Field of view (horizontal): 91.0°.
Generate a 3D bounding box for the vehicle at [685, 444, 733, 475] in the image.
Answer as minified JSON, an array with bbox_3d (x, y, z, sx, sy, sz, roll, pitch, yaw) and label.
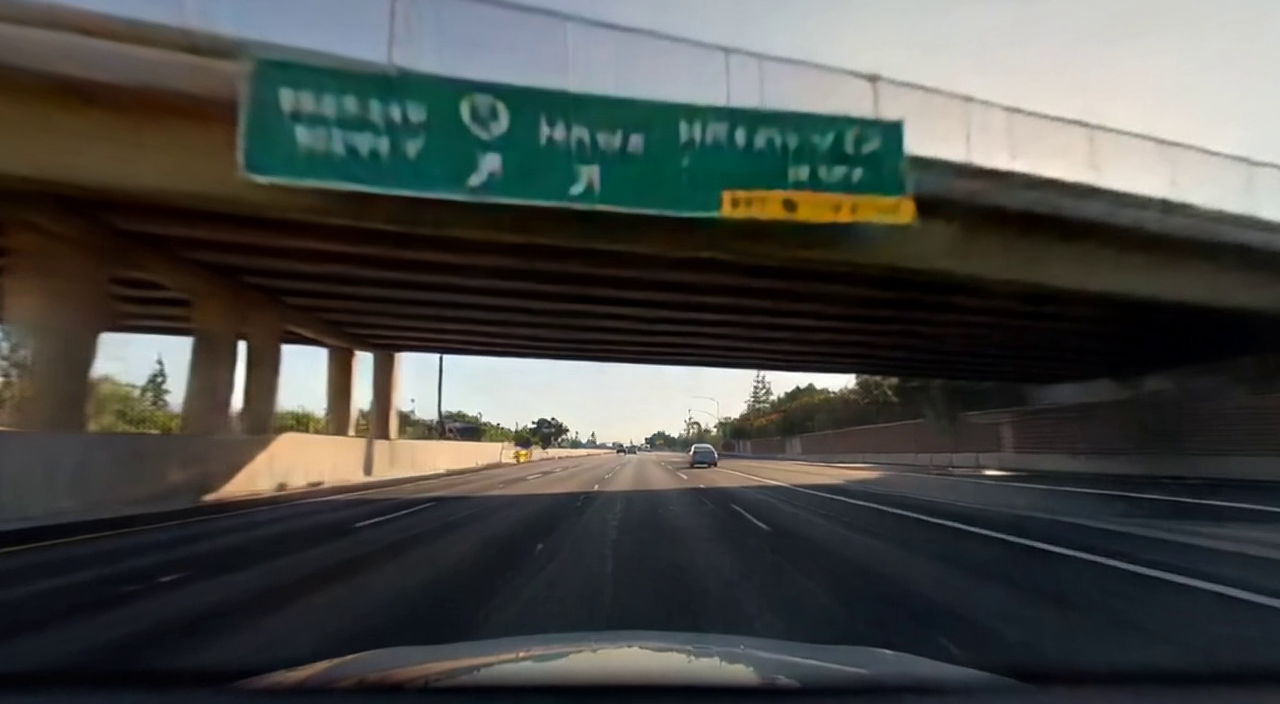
[{"bbox_3d":[3.584,5.688,33.580,2.033,1.501,4.398,0,-9,-1],"label":"vehicle"}]
